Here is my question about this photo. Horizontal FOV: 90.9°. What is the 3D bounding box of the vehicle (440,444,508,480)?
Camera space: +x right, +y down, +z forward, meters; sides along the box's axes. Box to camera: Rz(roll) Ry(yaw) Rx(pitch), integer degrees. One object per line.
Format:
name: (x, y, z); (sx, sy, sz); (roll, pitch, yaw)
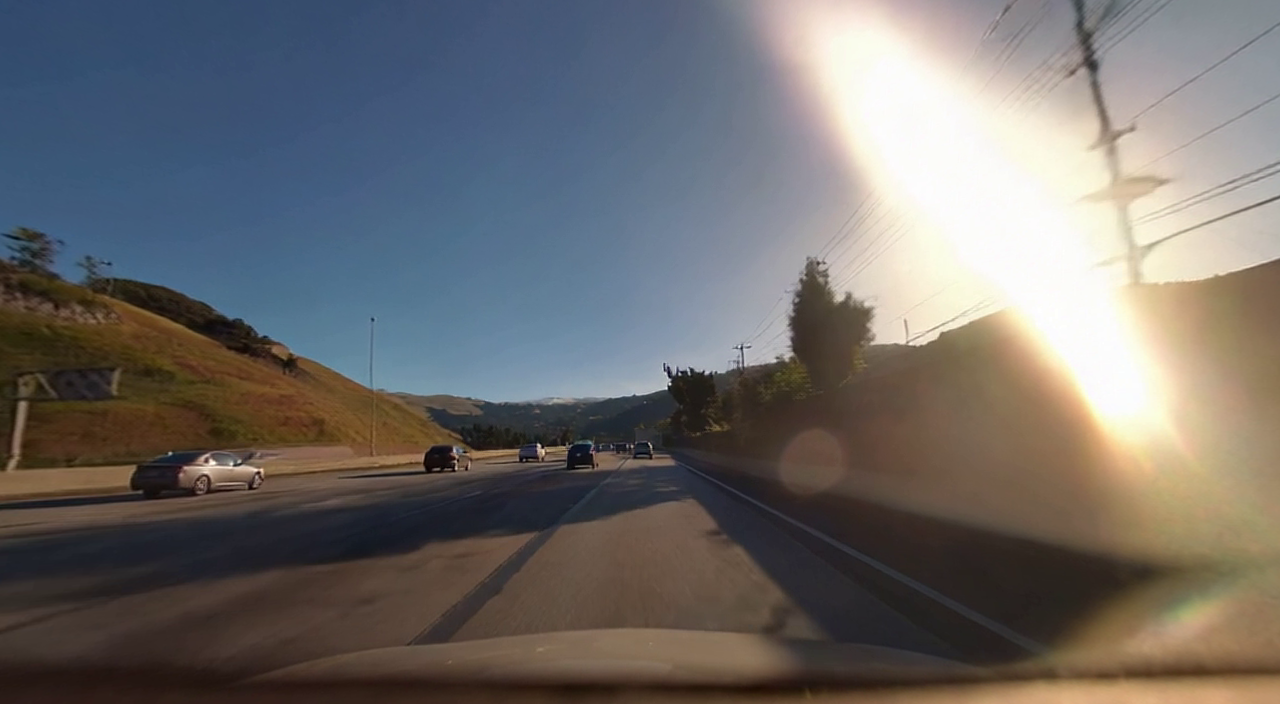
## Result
vehicle: (-7.436, 4.944, 28.665); (1.899, 1.472, 4.202); (-1, -9, 1)

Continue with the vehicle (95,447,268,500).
vehicle: (-14.375, 3.803, 20.232); (1.885, 1.474, 4.849); (-1, -9, 1)

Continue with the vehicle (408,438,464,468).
vehicle: (-14.183, 7.073, 44.212); (2.172, 1.946, 5.017); (-1, -9, 1)
